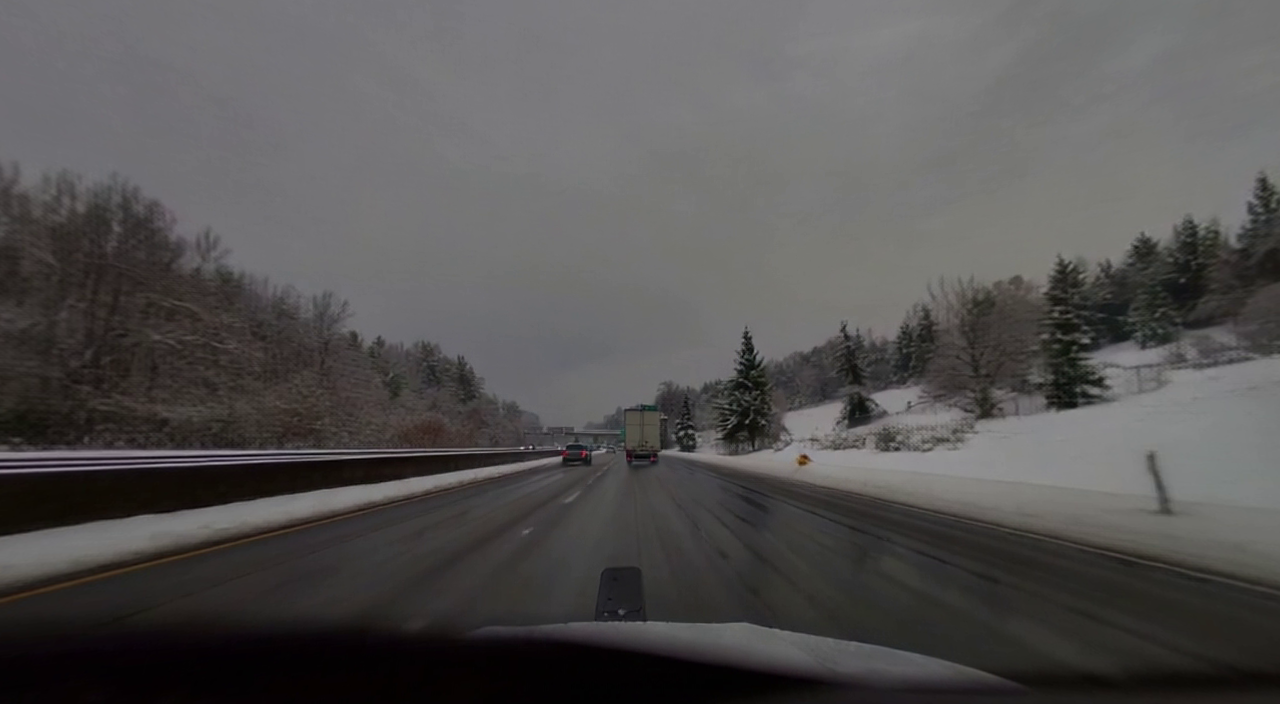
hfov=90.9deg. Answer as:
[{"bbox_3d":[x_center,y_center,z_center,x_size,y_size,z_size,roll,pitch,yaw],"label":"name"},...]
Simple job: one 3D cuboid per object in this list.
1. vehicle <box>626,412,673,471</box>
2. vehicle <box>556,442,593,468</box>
[{"bbox_3d":[0.514,6.216,43.605,2.893,3.628,9.081,0,-9,-1],"label":"vehicle"},{"bbox_3d":[-4.392,6.994,42.742,2.079,1.656,3.965,0,-9,0],"label":"vehicle"}]
